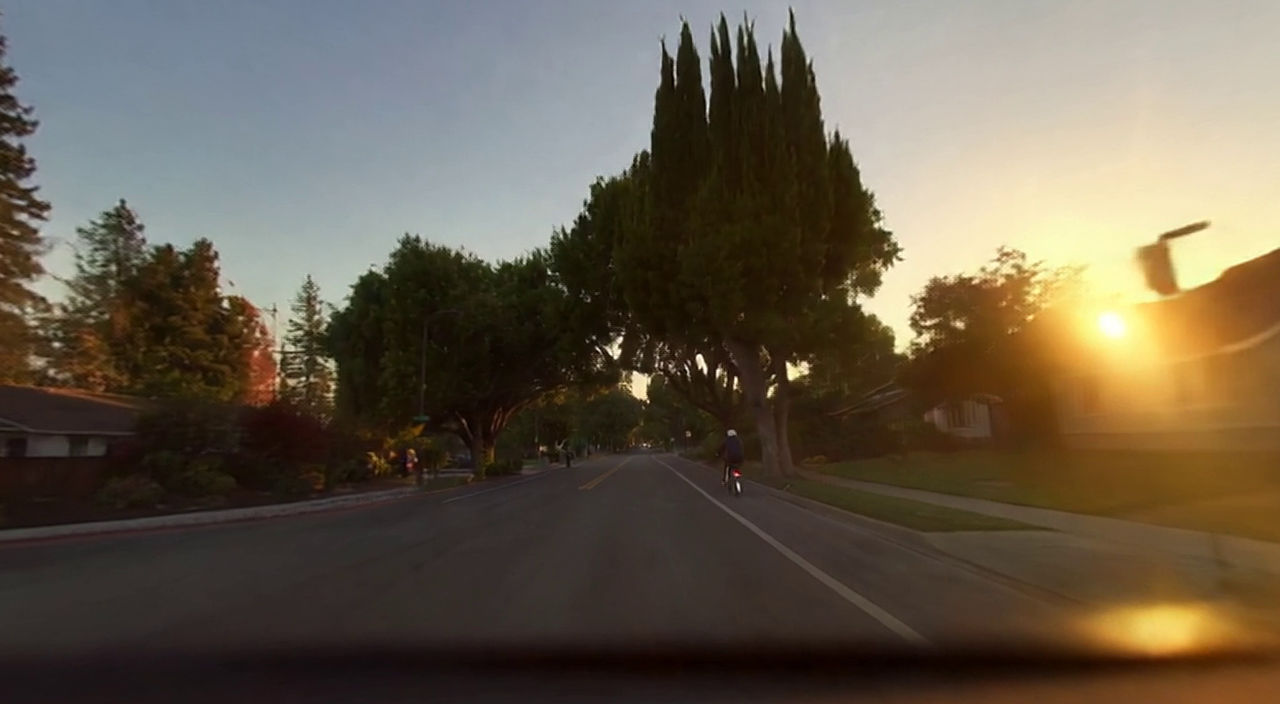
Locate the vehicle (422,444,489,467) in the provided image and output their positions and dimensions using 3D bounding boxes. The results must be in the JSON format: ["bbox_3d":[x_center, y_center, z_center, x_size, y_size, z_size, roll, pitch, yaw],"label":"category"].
[{"bbox_3d":[-14.231,8.011,48.930,4.587,1.722,1.906,1,-9,-2],"label":"vehicle"}]

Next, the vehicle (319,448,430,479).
[{"bbox_3d":[-13.219,5.560,31.728,4.717,1.465,1.887,1,-9,-3],"label":"vehicle"}]
